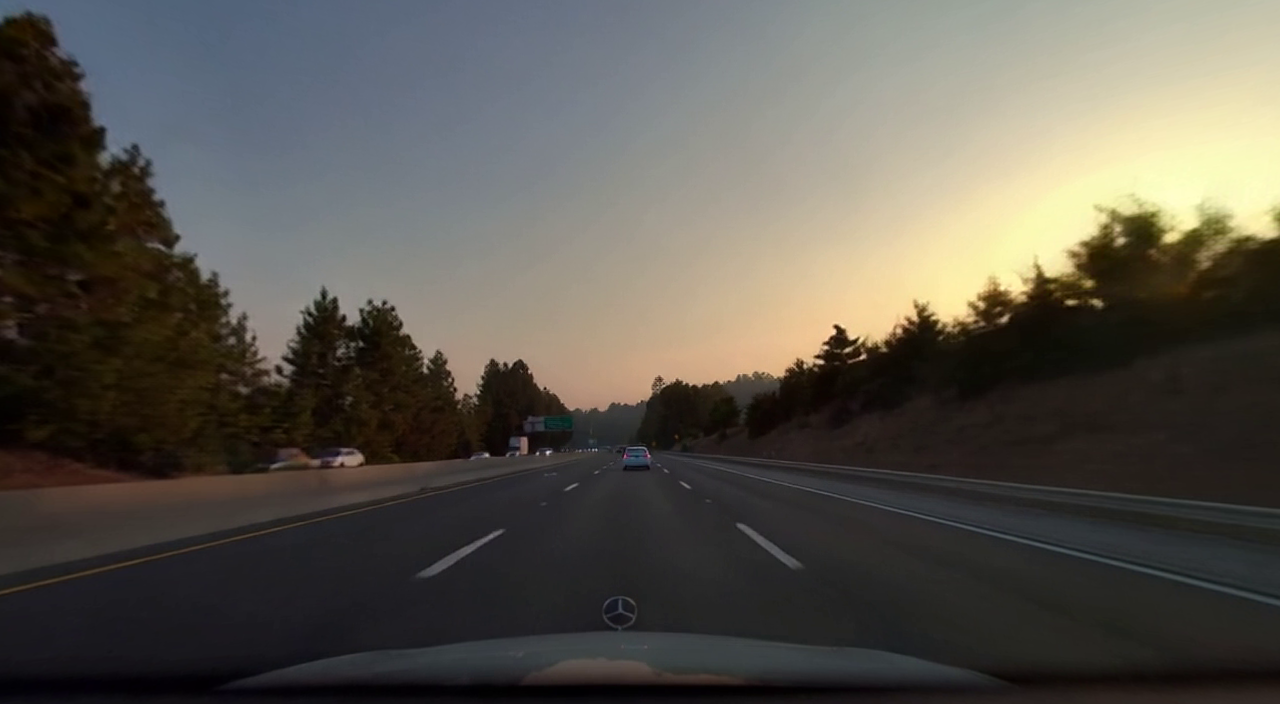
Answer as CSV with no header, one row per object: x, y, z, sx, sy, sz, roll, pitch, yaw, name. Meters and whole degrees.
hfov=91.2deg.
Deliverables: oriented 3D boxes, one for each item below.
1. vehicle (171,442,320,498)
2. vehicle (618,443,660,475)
-13.508,4.052,21.920,2.074,1.695,4.789,0,-9,0,vehicle
-0.086,5.621,33.107,2.095,1.537,4.017,0,-9,-1,vehicle
